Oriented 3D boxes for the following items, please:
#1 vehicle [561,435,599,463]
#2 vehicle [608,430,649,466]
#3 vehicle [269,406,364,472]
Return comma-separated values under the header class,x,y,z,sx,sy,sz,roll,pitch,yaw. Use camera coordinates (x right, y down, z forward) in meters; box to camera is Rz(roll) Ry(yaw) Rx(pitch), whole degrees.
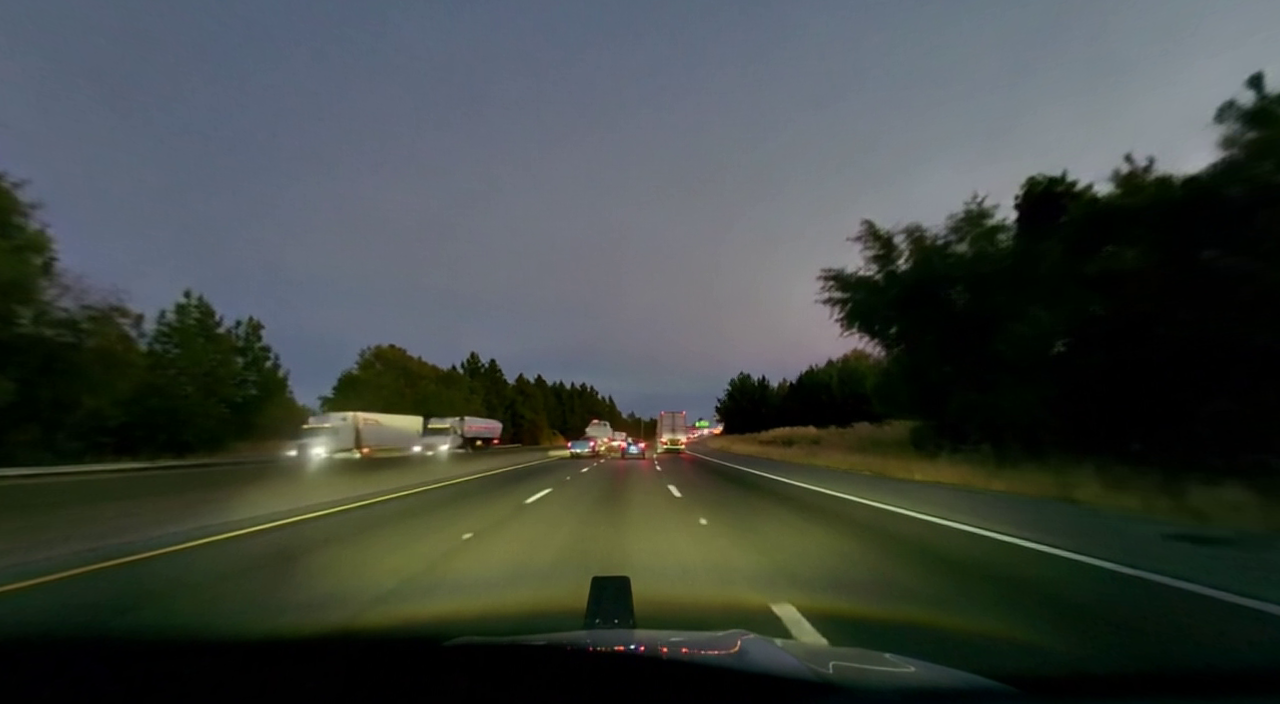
class,x,y,z,sx,sy,sz,roll,pitch,yaw
vehicle,-3.978,6.510,42.286,2.047,1.757,4.183,-1,-8,1
vehicle,-0.643,5.512,36.332,2.211,1.933,4.315,0,-8,-1
vehicle,-21.345,5.812,41.975,3.017,4.001,5.969,-1,-8,0
